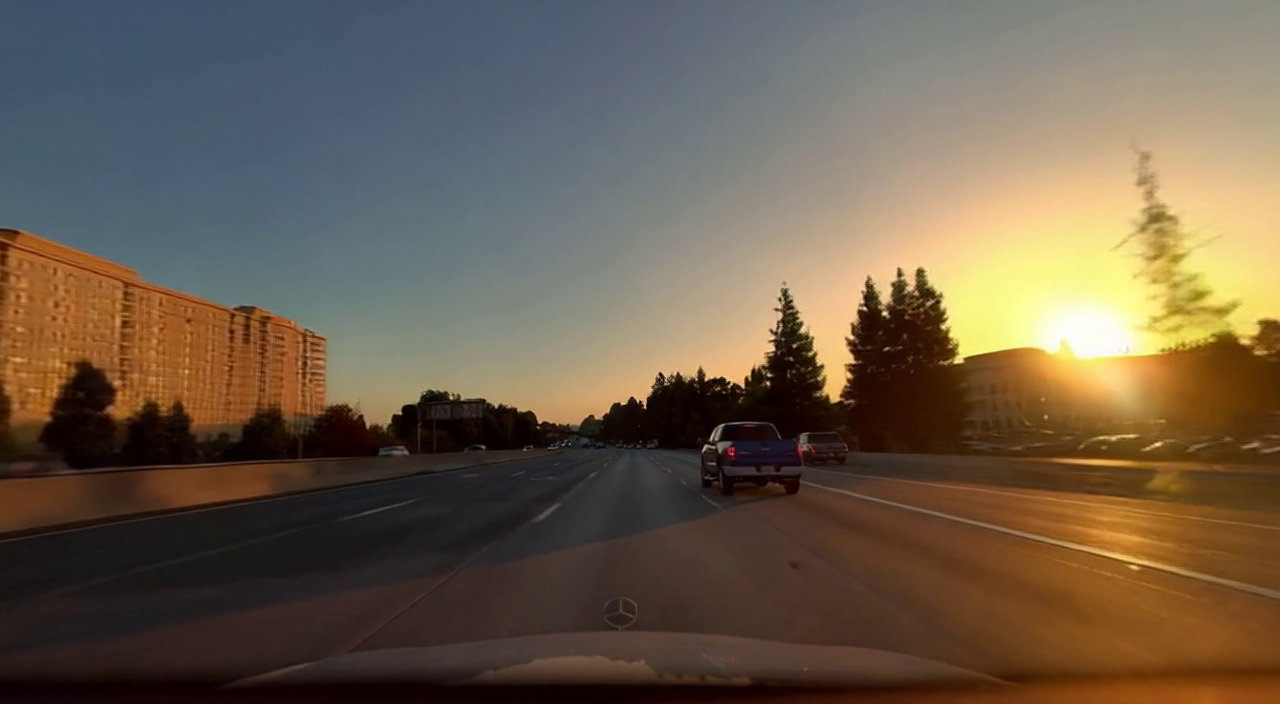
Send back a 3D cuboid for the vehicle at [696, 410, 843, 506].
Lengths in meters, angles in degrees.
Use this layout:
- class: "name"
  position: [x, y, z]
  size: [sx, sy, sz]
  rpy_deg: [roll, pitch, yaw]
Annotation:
- class: "vehicle"
  position: [2.930, 2.581, 15.701]
  size: [2.462, 1.984, 4.718]
  rpy_deg: [0, -8, -2]
